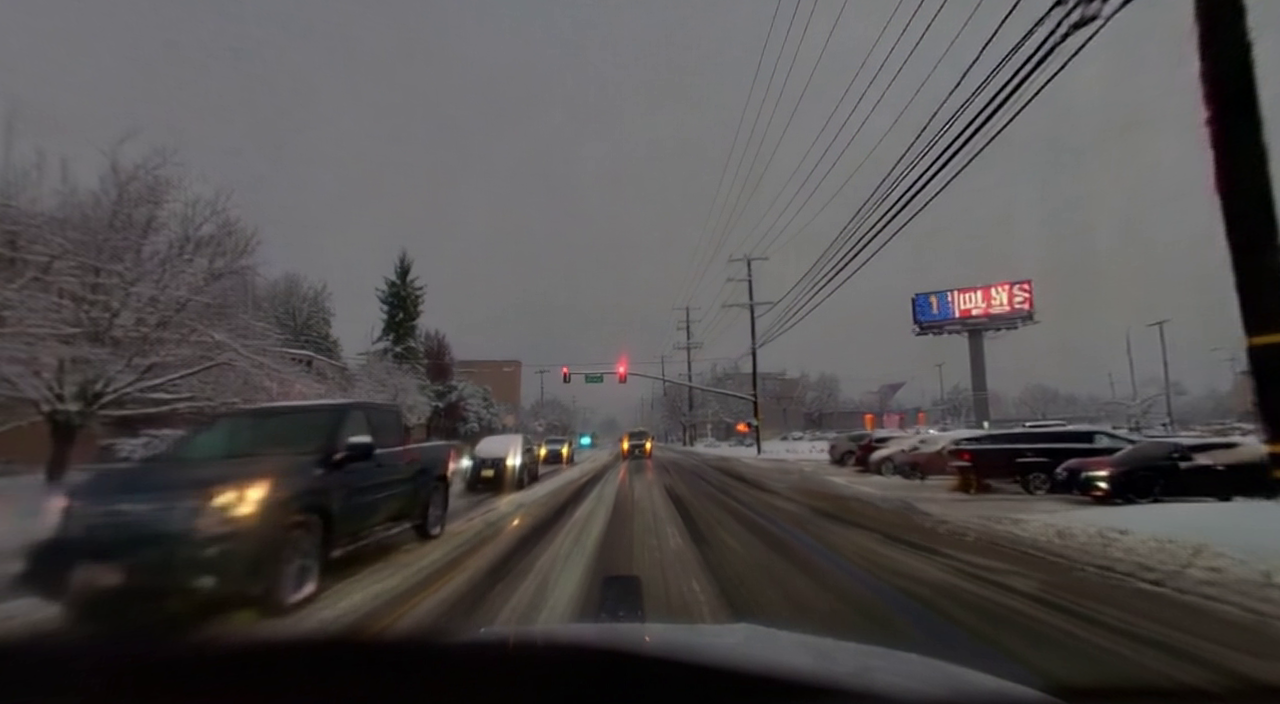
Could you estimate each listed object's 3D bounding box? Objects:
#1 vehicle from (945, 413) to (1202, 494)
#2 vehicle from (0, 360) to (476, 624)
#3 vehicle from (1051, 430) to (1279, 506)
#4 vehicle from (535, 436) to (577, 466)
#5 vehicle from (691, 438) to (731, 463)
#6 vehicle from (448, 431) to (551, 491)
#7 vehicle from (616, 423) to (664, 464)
[{"bbox_3d":[10.778,2.540,16.031,4.937,1.827,2.042,-1,-8,1],"label":"vehicle"},{"bbox_3d":[-3.773,1.413,7.430,2.277,1.904,5.583,0,-8,-1],"label":"vehicle"},{"bbox_3d":[11.476,2.406,13.310,4.238,1.464,1.862,-1,-9,2],"label":"vehicle"},{"bbox_3d":[-4.711,5.627,35.929,1.875,1.595,3.901,0,-8,-1],"label":"vehicle"},{"bbox_3d":[4.402,6.190,39.807,1.926,1.482,4.442,0,-8,0],"label":"vehicle"},{"bbox_3d":[-4.118,3.291,19.437,2.033,1.572,4.939,0,-8,0],"label":"vehicle"},{"bbox_3d":[0.028,5.646,39.060,2.683,2.295,6.404,0,-8,0],"label":"vehicle"}]
